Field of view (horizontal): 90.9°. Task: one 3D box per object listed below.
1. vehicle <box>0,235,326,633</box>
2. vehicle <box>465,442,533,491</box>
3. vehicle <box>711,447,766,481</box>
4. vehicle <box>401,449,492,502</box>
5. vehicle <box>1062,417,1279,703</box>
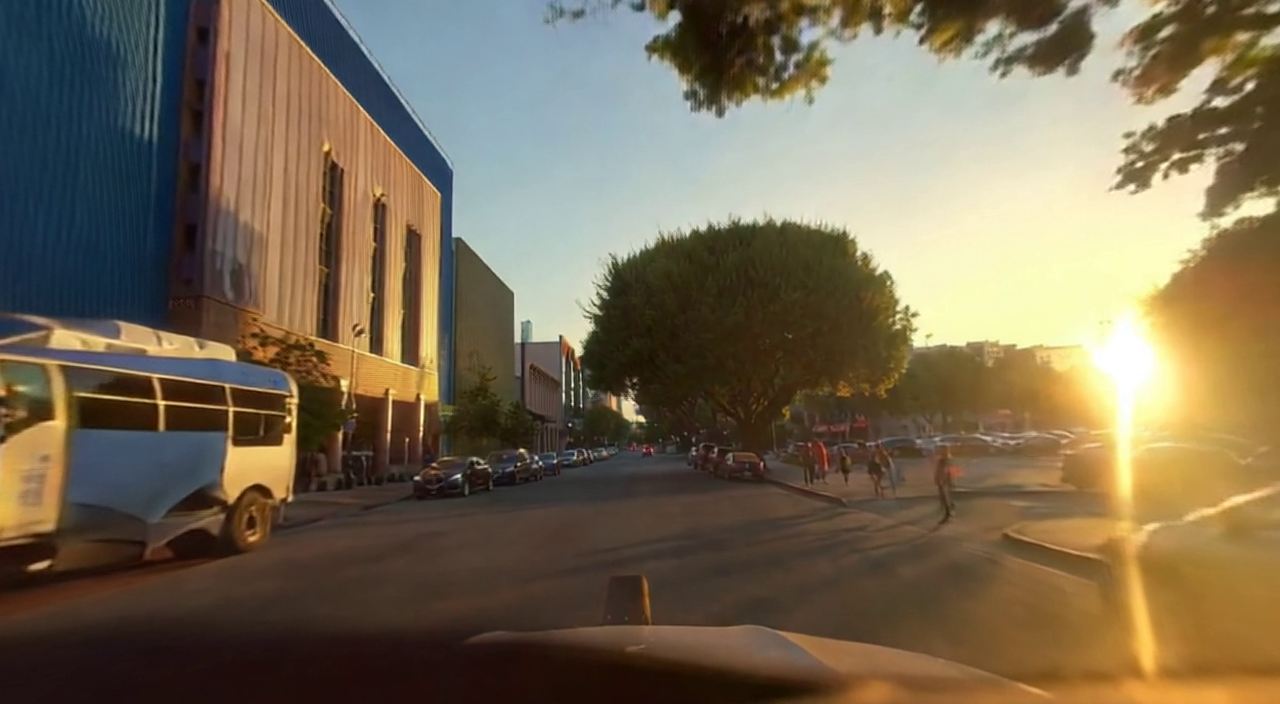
[{"bbox_3d":[-6.818,0.958,7.413,2.851,3.375,6.057,0,-7,2],"label":"vehicle"},{"bbox_3d":[-6.409,5.191,29.139,2.238,1.891,4.780,-1,-7,-2],"label":"vehicle"},{"bbox_3d":[4.834,5.531,31.522,1.973,1.494,4.867,-1,-8,0],"label":"vehicle"},{"bbox_3d":[-6.611,4.225,22.079,1.917,1.487,4.659,-2,-8,-3],"label":"vehicle"},{"bbox_3d":[4.075,0.949,2.238,2.091,1.501,4.245,0,-8,-2],"label":"vehicle"}]
